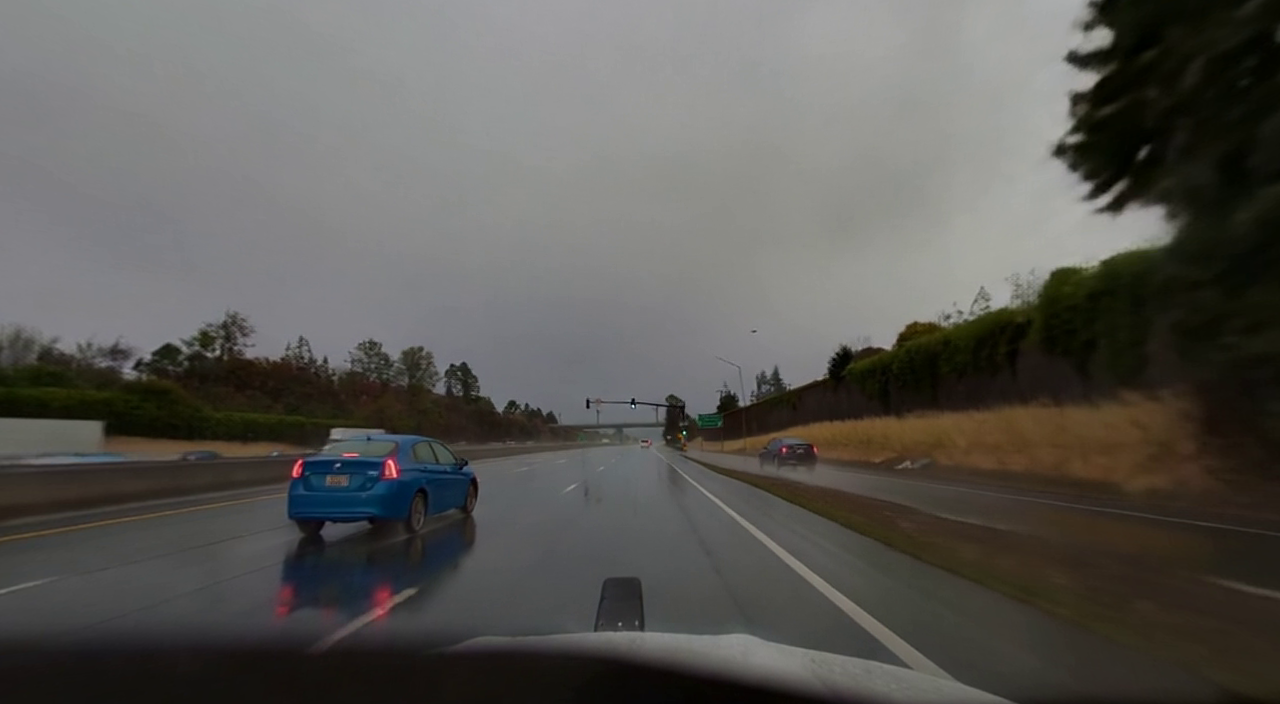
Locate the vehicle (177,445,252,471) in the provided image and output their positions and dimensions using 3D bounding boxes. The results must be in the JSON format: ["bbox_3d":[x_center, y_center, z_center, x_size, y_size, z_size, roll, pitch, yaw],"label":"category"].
[{"bbox_3d":[-28.286,7.033,42.018,1.864,1.568,4.344,0,-8,1],"label":"vehicle"}]

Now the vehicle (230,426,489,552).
[{"bbox_3d":[-3.954,1.999,9.936,1.987,1.516,4.478,0,-8,1],"label":"vehicle"}]

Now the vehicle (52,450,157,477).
[{"bbox_3d":[-32.038,6.666,37.890,1.799,1.455,5.117,0,-8,0],"label":"vehicle"}]

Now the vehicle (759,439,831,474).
[{"bbox_3d":[7.176,4.885,29.683,2.049,1.481,4.774,0,-8,-2],"label":"vehicle"}]
